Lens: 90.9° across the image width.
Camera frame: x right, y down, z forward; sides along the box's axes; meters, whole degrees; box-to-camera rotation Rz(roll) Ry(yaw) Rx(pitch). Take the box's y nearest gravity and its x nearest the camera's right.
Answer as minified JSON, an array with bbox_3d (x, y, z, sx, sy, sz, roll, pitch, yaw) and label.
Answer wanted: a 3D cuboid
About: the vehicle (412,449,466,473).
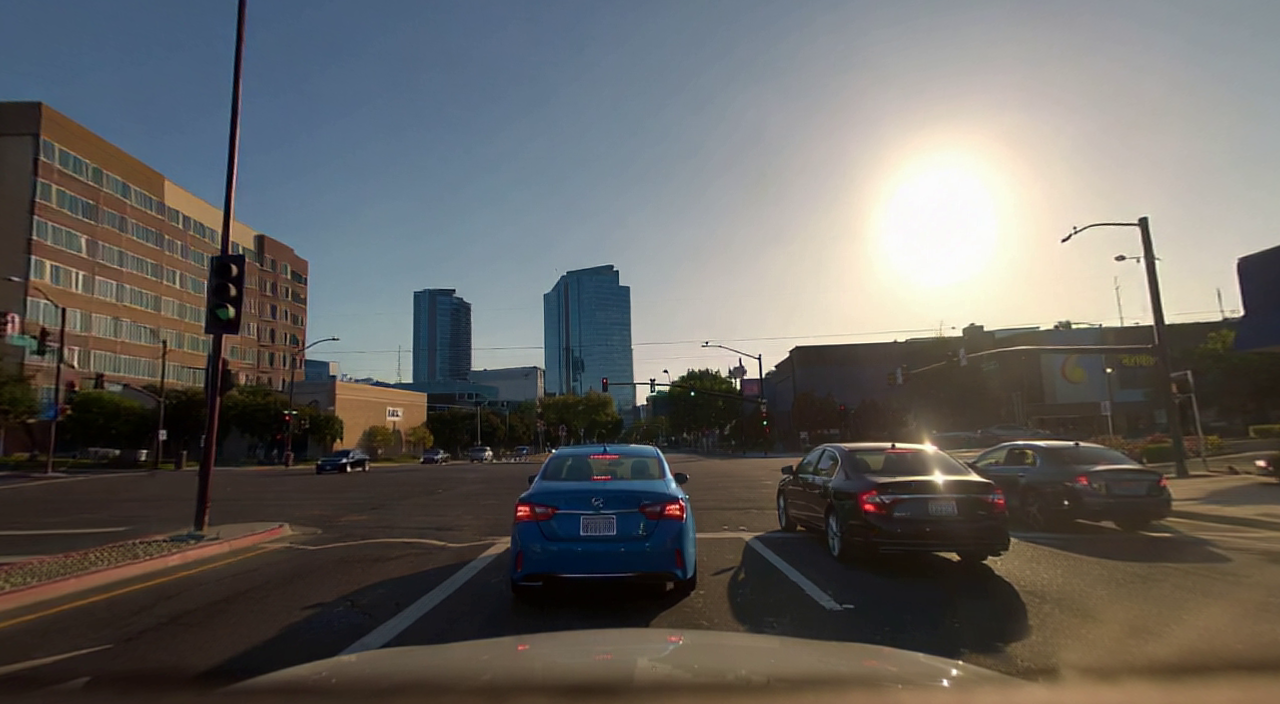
[{"bbox_3d":[-13.033,7.079,41.176,2.049,1.483,4.407,0,-8,0],"label":"vehicle"}]

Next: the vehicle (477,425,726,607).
[{"bbox_3d":[-0.363,1.653,7.290,2.059,1.477,3.988,0,-8,-1],"label":"vehicle"}]

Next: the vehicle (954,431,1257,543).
[{"bbox_3d":[7.450,2.163,10.786,1.908,1.517,4.182,0,-8,-1],"label":"vehicle"}]

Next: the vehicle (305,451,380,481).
[{"bbox_3d":[-16.653,6.383,35.555,2.048,1.463,4.530,0,-8,-1],"label":"vehicle"}]

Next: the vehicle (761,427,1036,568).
[{"bbox_3d":[3.221,1.887,8.971,2.042,1.508,4.109,0,-8,-2],"label":"vehicle"}]
